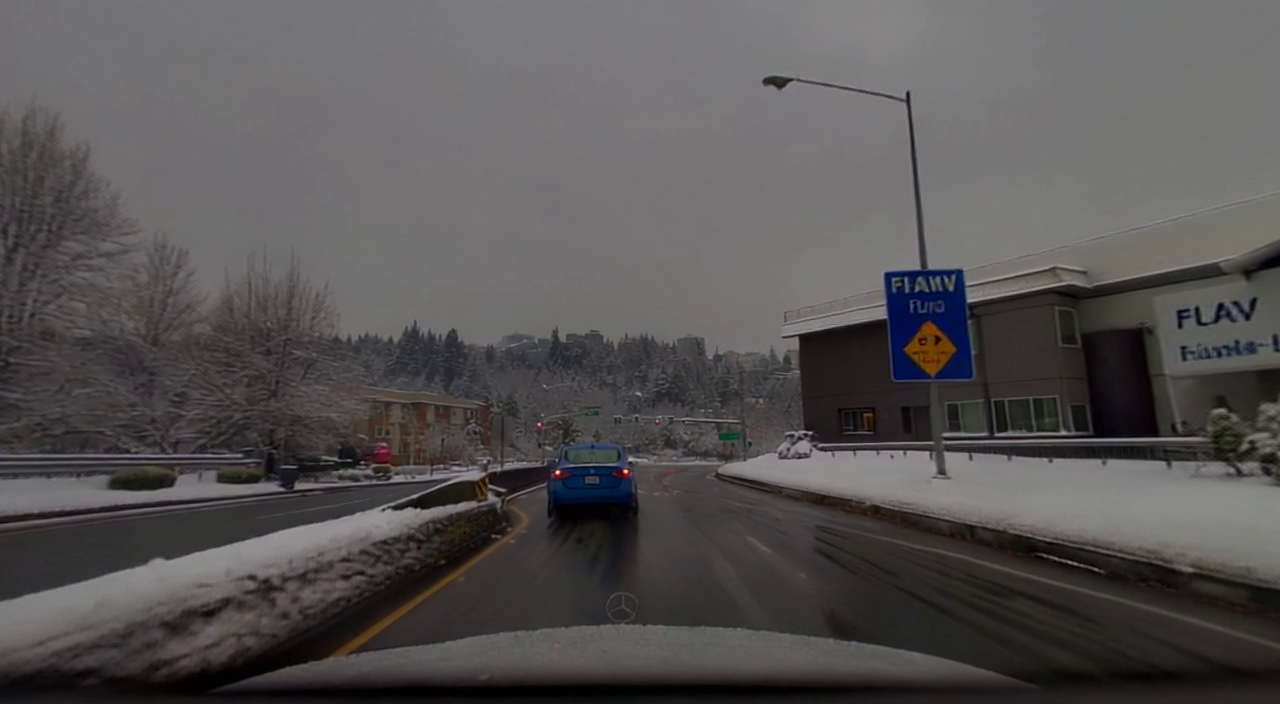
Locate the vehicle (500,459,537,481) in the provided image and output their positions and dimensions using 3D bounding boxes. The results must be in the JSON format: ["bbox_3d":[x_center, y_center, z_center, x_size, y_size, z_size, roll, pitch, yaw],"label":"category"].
[{"bbox_3d":[-9.402,9.141,48.951,1.854,1.472,3.728,-2,-7,5],"label":"vehicle"}]

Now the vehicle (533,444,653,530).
[{"bbox_3d":[-1.027,2.635,12.905,2.063,1.442,3.933,1,-9,-6],"label":"vehicle"}]
